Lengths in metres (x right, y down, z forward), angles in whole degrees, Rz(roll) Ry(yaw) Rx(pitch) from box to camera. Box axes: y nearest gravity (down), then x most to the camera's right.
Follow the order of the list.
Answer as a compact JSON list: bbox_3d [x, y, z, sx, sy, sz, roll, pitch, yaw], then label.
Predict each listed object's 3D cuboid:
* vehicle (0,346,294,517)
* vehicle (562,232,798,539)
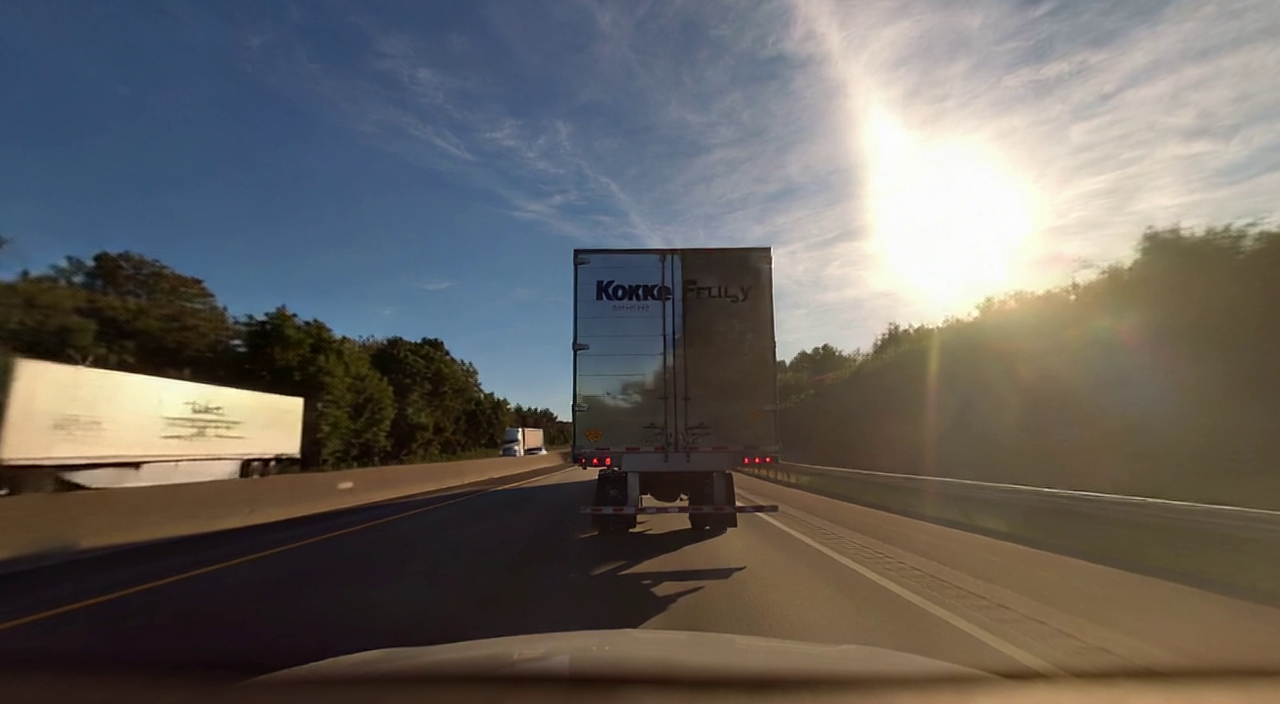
[{"bbox_3d":[-16.581,2.781,20.657,2.836,4.015,13.173,0,-9,1],"label":"vehicle"},{"bbox_3d":[0.512,1.521,16.064,3.230,4.377,14.405,0,-9,0],"label":"vehicle"}]
